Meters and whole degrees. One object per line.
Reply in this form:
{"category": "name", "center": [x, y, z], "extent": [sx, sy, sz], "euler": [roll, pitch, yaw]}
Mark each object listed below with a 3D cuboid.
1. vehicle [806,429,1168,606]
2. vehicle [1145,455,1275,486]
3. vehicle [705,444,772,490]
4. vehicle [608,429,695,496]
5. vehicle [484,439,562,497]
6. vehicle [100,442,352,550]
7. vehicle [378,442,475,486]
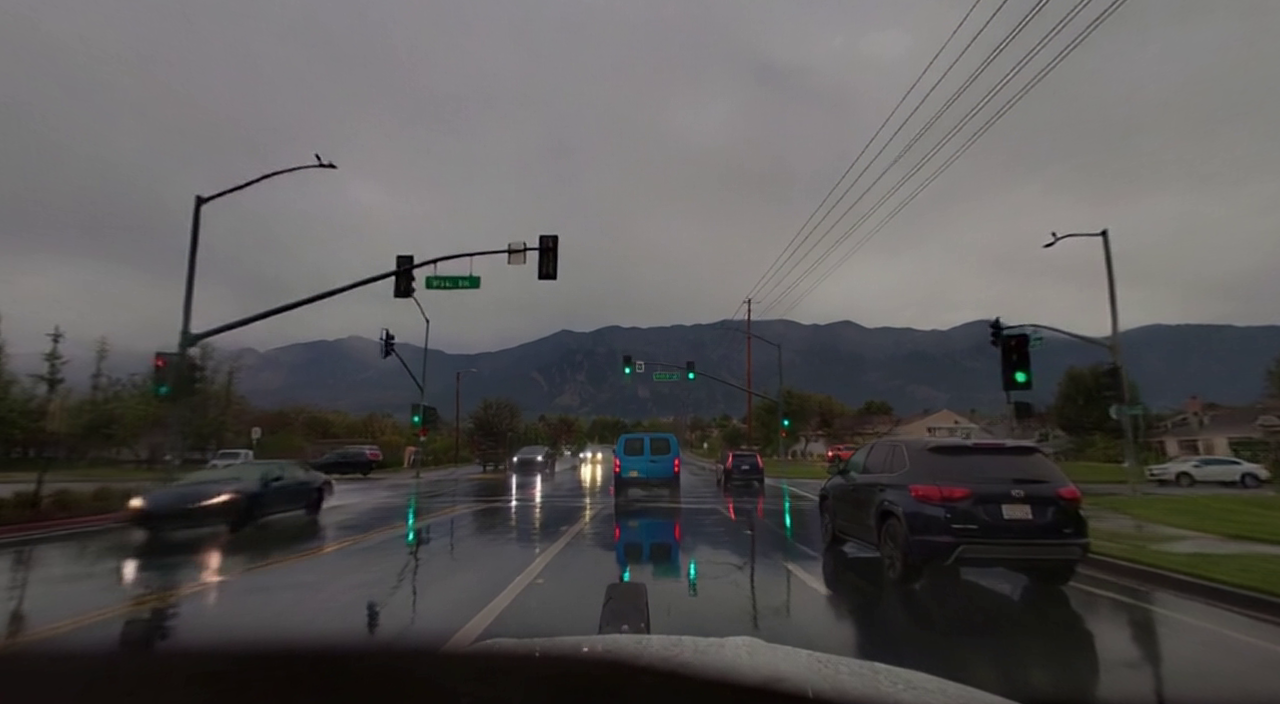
{"category": "vehicle", "center": [3.927, 1.920, 8.412], "extent": [2.155, 1.658, 4.721], "euler": [0, -8, 1]}
{"category": "vehicle", "center": [29.178, 6.042, 32.365], "extent": [4.649, 1.481, 2.019], "euler": [0, -8, 1]}
{"category": "vehicle", "center": [3.807, 4.493, 25.029], "extent": [1.957, 1.646, 4.355], "euler": [0, -8, 0]}
{"category": "vehicle", "center": [0.378, 3.734, 21.766], "extent": [2.636, 2.011, 5.130], "euler": [0, -8, 1]}
{"category": "vehicle", "center": [-4.095, 3.868, 21.497], "extent": [2.059, 1.749, 4.458], "euler": [3, -9, -17]}
{"category": "vehicle", "center": [-7.093, 2.442, 11.573], "extent": [2.005, 1.533, 4.644], "euler": [1, -8, -8]}
{"category": "vehicle", "center": [-9.871, 5.084, 29.052], "extent": [4.530, 1.864, 1.999], "euler": [-7, -11, 38]}
